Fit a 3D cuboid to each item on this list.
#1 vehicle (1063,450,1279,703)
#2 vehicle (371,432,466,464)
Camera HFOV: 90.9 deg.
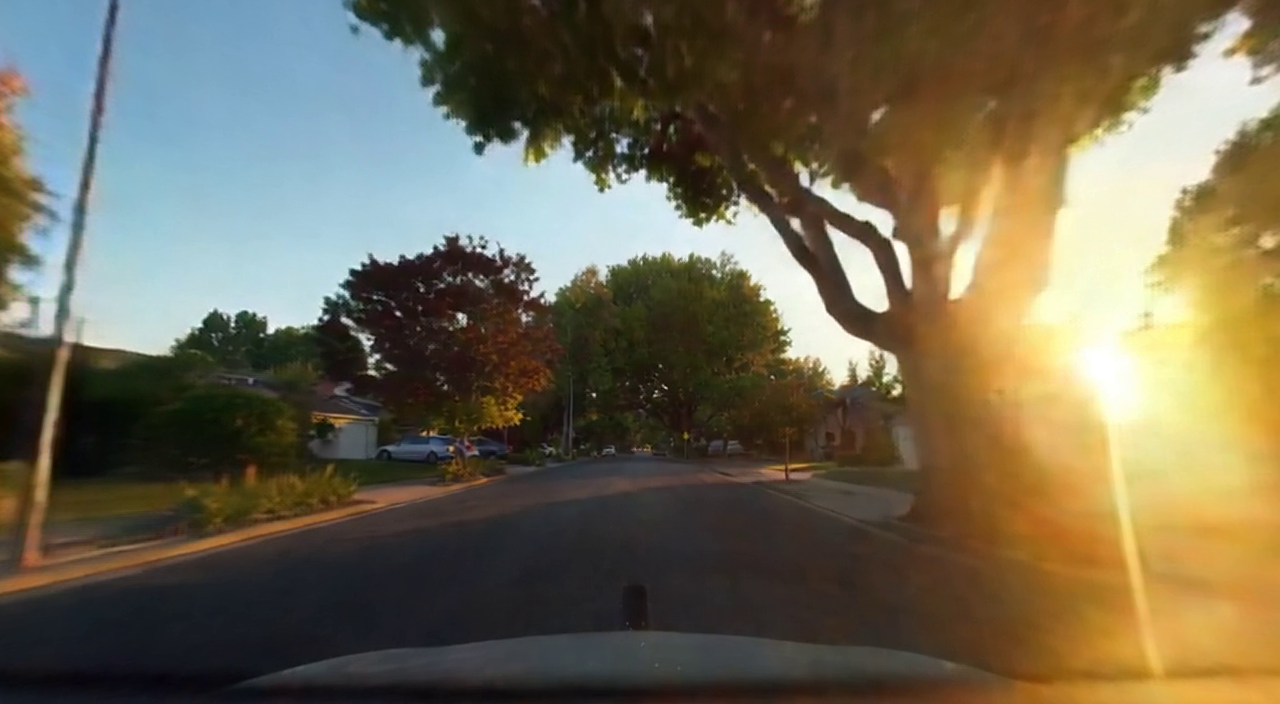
[{"bbox_3d":[3.419,0.927,1.055,2.083,1.485,4.691,0,-9,-1],"label":"vehicle"},{"bbox_3d":[-13.242,5.778,37.912,4.796,1.864,2.328,0,-9,2],"label":"vehicle"}]
